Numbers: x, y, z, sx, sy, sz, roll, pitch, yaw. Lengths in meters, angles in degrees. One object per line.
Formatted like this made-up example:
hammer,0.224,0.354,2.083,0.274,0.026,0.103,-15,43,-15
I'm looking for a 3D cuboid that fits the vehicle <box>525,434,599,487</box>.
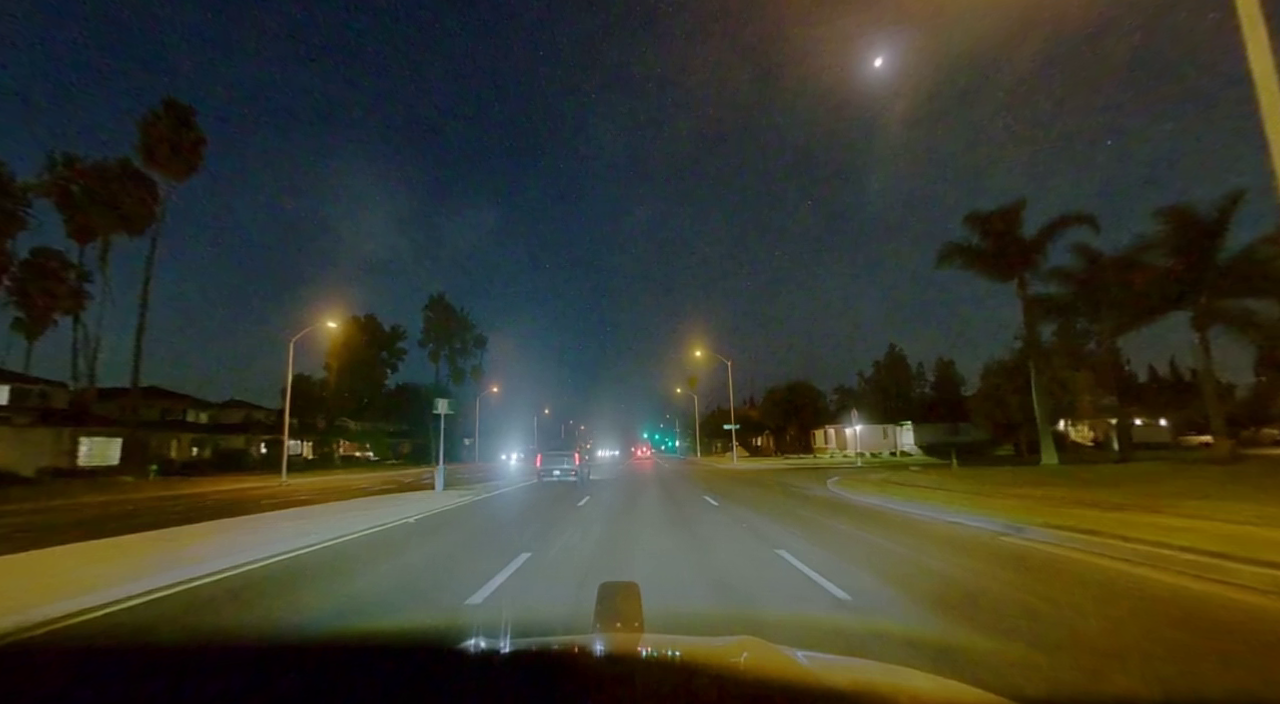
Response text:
vehicle,-3.128,4.531,26.612,2.370,1.968,5.698,0,-9,1
